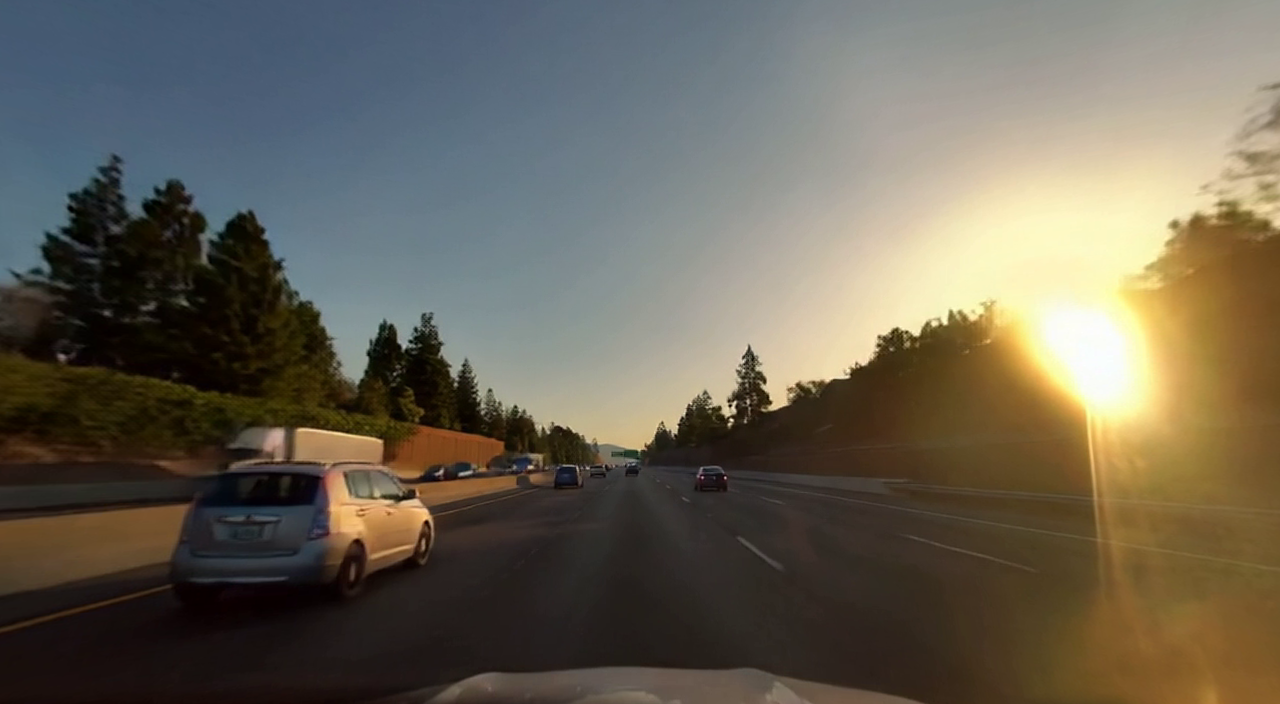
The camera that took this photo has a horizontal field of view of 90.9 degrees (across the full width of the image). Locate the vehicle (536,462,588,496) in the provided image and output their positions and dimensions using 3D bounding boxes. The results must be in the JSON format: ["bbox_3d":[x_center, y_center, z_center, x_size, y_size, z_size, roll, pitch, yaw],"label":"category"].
[{"bbox_3d":[-3.686,6.111,30.507,2.000,1.484,3.995,1,-11,-1],"label":"vehicle"}]

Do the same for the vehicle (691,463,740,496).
[{"bbox_3d":[3.724,6.389,31.791,1.981,1.516,4.109,1,-11,0],"label":"vehicle"}]

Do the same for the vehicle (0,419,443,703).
[{"bbox_3d":[-3.541,1.520,5.604,2.004,1.468,4.812,1,-11,0],"label":"vehicle"}]
